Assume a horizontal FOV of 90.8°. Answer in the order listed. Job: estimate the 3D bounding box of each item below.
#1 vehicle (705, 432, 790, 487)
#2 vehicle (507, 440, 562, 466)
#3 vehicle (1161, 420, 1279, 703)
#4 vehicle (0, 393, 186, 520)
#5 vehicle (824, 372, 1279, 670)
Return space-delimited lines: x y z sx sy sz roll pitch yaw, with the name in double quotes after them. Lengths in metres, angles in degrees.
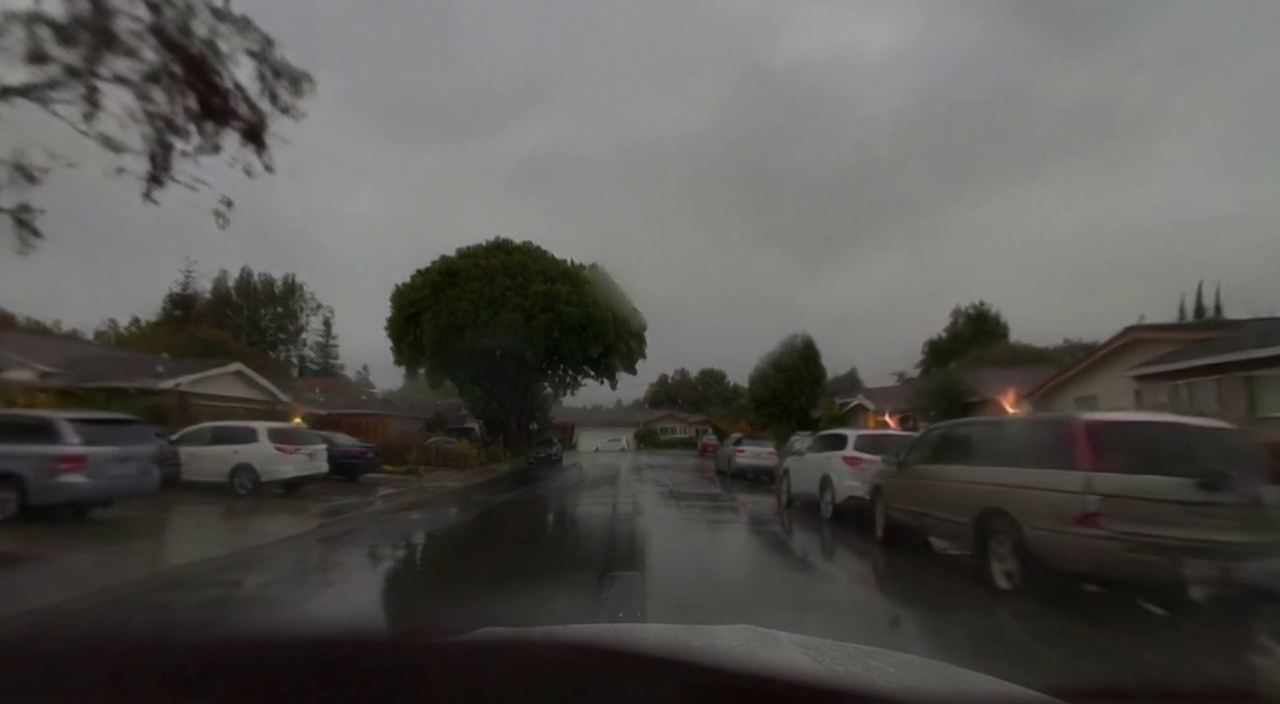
3.921 3.986 24.067 2.235 1.829 5.194 0 -8 -1 "vehicle"
-6.664 6.247 39.361 2.236 1.459 4.832 3 -9 -23 "vehicle"
3.902 0.764 0.990 2.042 1.456 4.903 0 -8 1 "vehicle"
-10.667 1.686 10.318 4.641 1.844 2.243 0 -8 -5 "vehicle"
3.831 1.435 6.699 2.046 1.835 5.411 0 -8 -1 "vehicle"
